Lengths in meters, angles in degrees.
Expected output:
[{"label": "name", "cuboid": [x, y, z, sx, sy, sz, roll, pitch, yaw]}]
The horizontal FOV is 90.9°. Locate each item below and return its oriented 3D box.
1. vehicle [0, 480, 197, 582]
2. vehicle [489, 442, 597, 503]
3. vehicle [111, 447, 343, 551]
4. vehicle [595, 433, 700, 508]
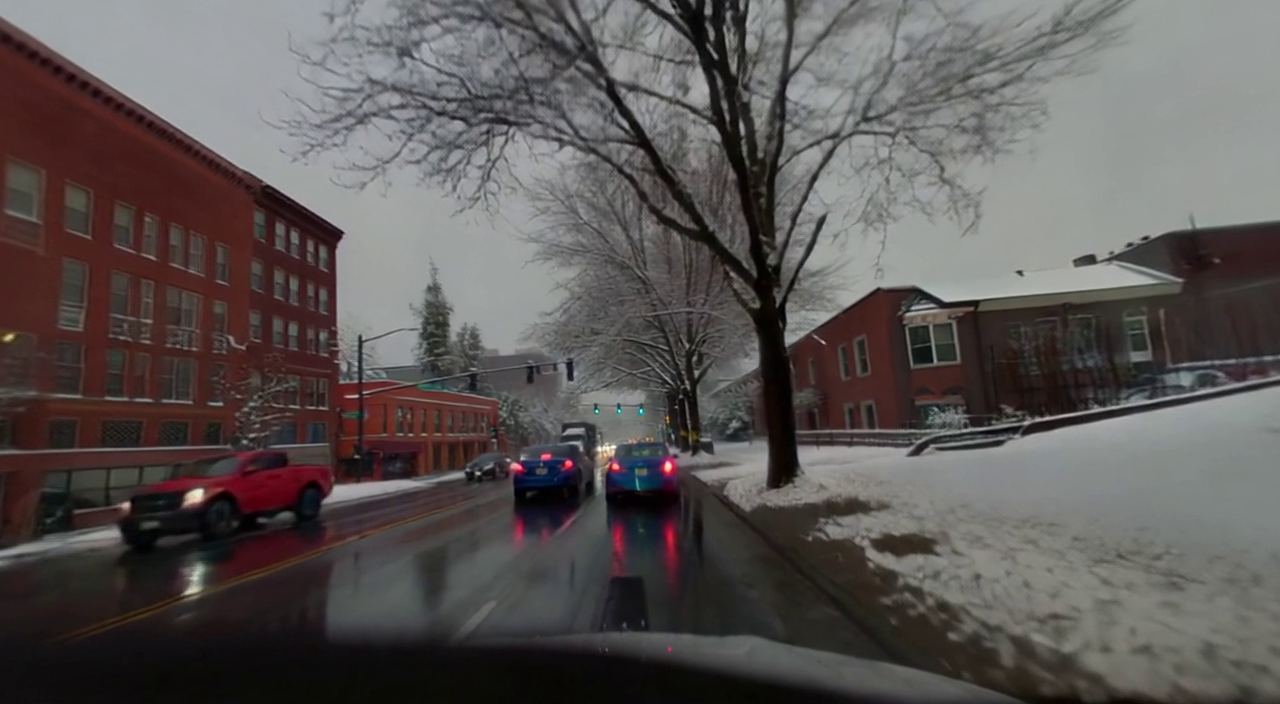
[{"label": "vehicle", "cuboid": [-11.748, 3.532, 13.064, 1.861, 1.476, 4.479, 0, -9, 0]}, {"label": "vehicle", "cuboid": [-2.467, 3.210, 17.366, 2.099, 1.424, 4.843, 0, -8, 1]}, {"label": "vehicle", "cuboid": [-8.438, 2.969, 13.525, 1.931, 1.803, 4.420, 0, -8, 1]}, {"label": "vehicle", "cuboid": [0.163, 2.649, 14.546, 2.094, 1.478, 3.922, 0, -8, 0]}]
